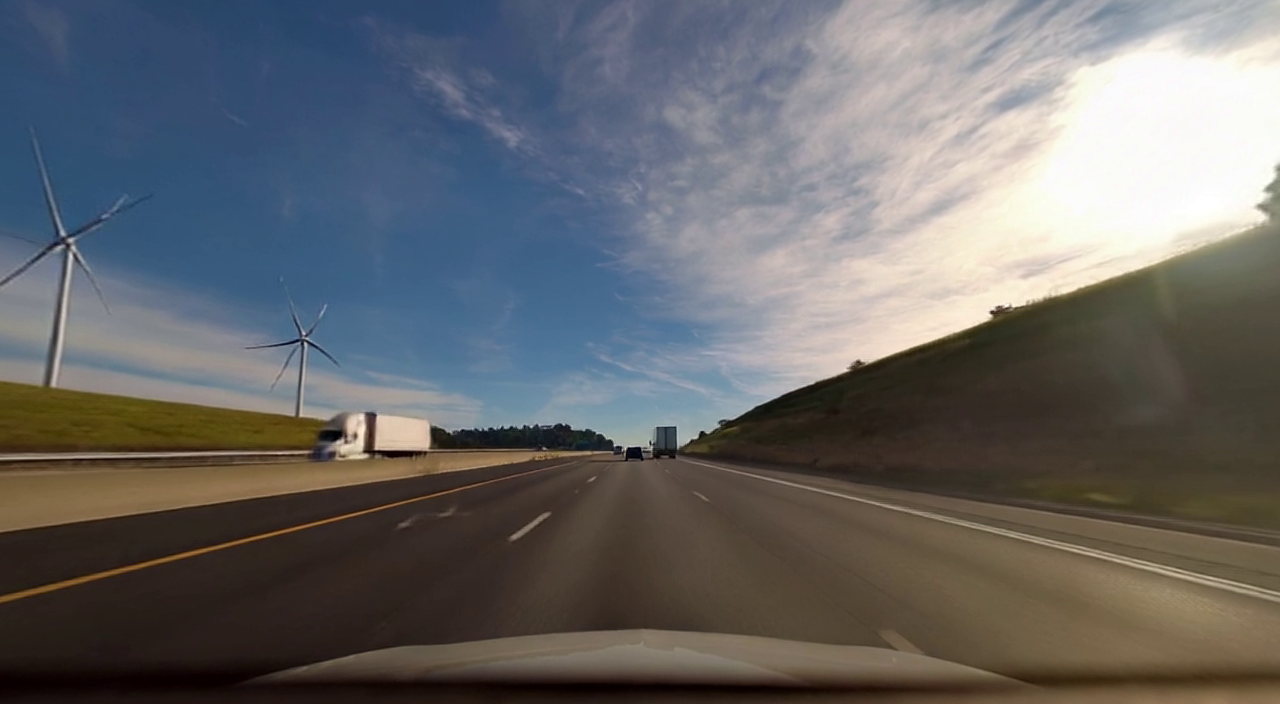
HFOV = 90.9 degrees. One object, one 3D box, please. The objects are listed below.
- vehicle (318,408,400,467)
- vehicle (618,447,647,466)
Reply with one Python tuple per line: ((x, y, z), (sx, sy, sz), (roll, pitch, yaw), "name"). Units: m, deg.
((-19.042, 5.911, 43.170), (2.983, 3.701, 5.845), (0, -9, -2), "vehicle")
((-0.606, 8.222, 49.566), (2.209, 1.453, 3.695), (0, -9, -1), "vehicle")
